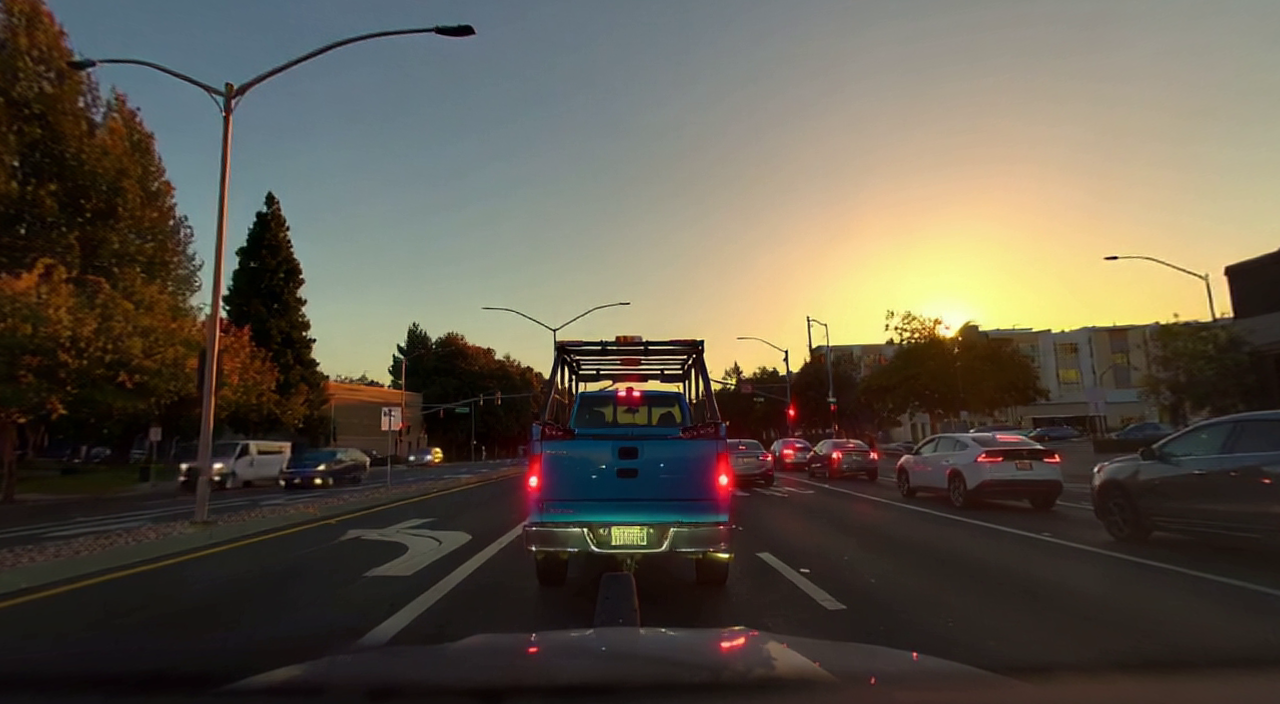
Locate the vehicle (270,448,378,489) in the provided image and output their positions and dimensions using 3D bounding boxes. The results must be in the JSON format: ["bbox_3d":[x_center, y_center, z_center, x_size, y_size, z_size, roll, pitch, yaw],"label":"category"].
[{"bbox_3d":[-12.504,4.602,25.367,1.983,1.449,4.501,0,-9,0],"label":"vehicle"}]

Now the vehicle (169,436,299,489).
[{"bbox_3d":[-19.139,5.220,30.207,2.700,2.296,5.270,0,-9,-1],"label":"vehicle"}]

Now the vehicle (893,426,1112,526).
[{"bbox_3d":[7.060,2.439,12.978,1.931,1.692,4.267,0,-9,0],"label":"vehicle"}]

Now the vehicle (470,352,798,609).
[{"bbox_3d":[-0.101,1.470,8.143,2.682,2.117,5.706,0,-9,-1],"label":"vehicle"}]

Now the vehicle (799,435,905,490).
[{"bbox_3d":[7.067,3.731,21.606,1.953,1.665,4.327,0,-9,-2],"label":"vehicle"}]

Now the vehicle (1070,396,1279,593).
[{"bbox_3d":[6.818,1.357,6.174,2.023,1.771,4.488,0,-9,0],"label":"vehicle"}]
